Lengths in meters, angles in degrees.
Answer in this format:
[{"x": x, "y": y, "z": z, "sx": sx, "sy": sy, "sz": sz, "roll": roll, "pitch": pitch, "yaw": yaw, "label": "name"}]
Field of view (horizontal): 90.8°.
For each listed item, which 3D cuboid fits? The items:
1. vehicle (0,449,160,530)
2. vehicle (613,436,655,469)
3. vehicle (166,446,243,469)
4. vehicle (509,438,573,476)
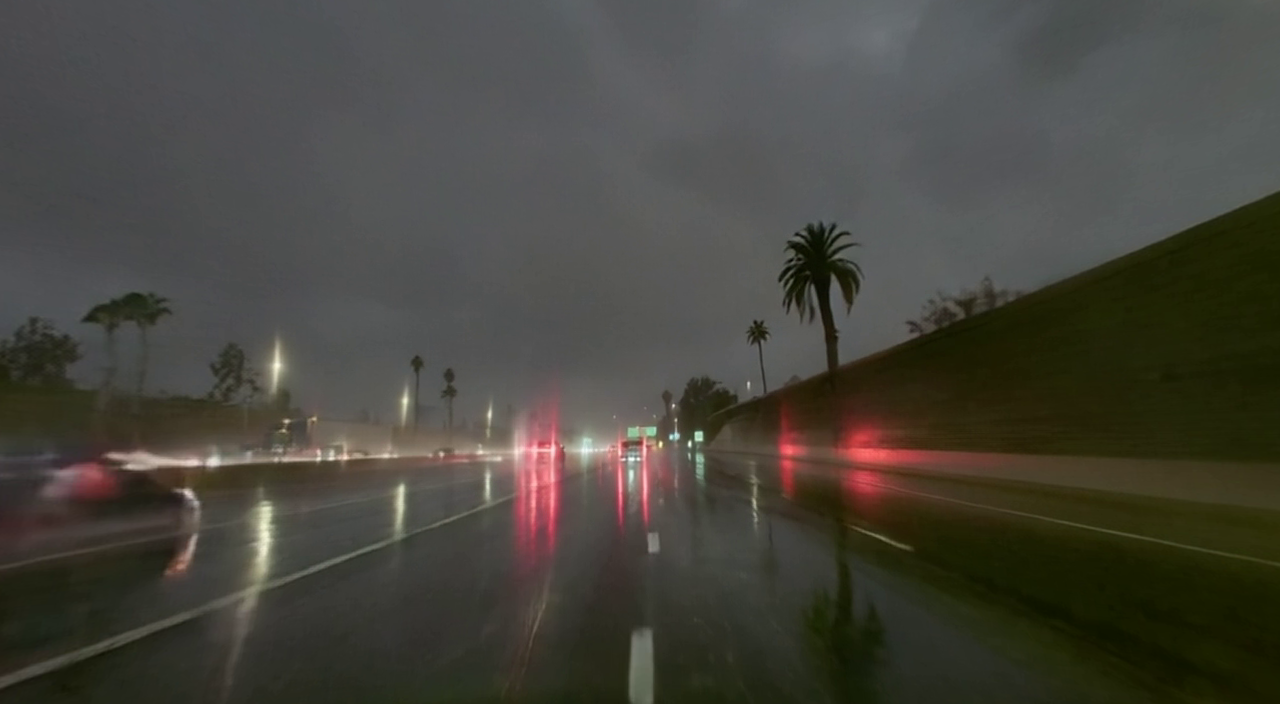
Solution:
[{"x": -12.793, "y": 2.740, "z": 12.973, "sx": 1.946, "sy": 1.473, "sz": 4.763, "roll": 0, "pitch": -9, "yaw": 3, "label": "vehicle"}, {"x": -0.262, "y": 5.540, "z": 34.920, "sx": 2.201, "sy": 1.672, "sz": 4.128, "roll": 0, "pitch": -9, "yaw": 2, "label": "vehicle"}, {"x": -29.615, "y": 7.168, "z": 43.162, "sx": 1.845, "sy": 1.452, "sz": 4.553, "roll": -1, "pitch": -9, "yaw": 4, "label": "vehicle"}, {"x": -4.718, "y": 5.092, "z": 30.866, "sx": 2.204, "sy": 1.677, "sz": 4.438, "roll": 0, "pitch": -9, "yaw": 3, "label": "vehicle"}]
